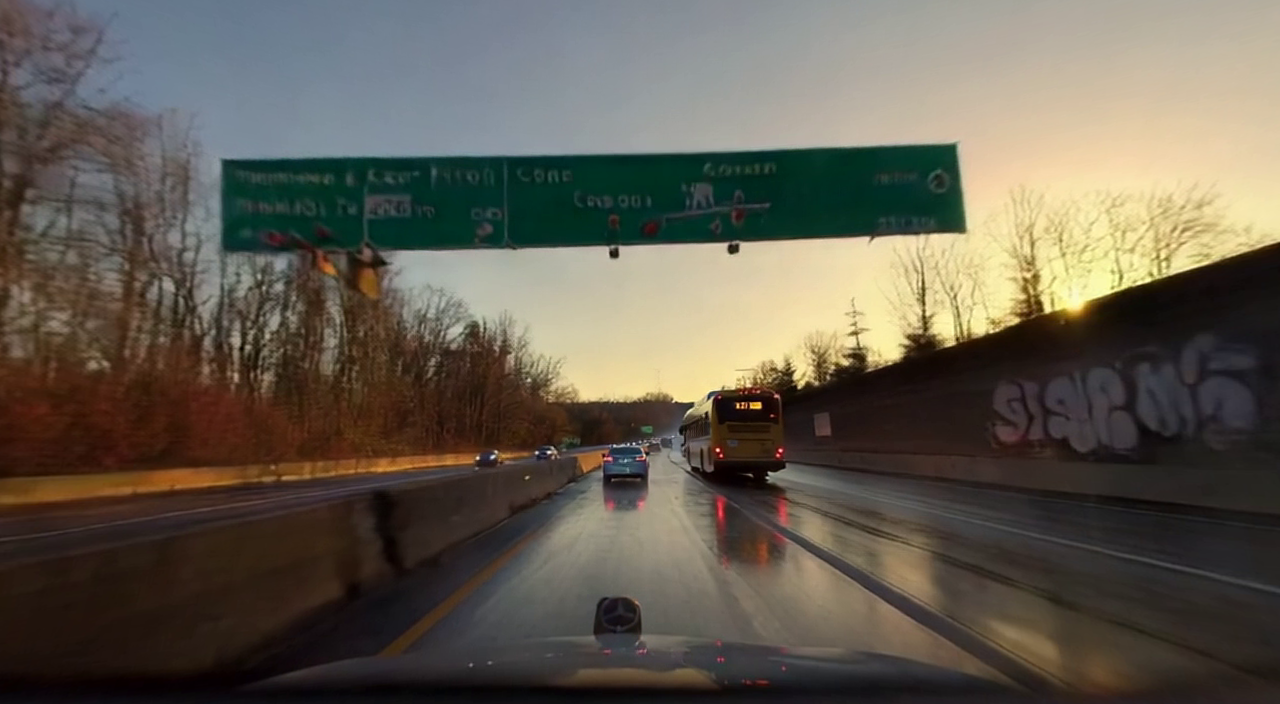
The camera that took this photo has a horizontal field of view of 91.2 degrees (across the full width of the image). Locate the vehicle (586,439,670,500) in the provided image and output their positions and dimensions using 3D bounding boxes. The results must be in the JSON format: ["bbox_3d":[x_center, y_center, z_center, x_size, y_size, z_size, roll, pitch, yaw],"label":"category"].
[{"bbox_3d":[-0.286,3.369,18.352,2.160,1.532,4.073,-1,-9,1],"label":"vehicle"}]

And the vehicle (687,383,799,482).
[{"bbox_3d":[4.116,3.828,28.531,3.055,3.479,12.521,-1,-9,1],"label":"vehicle"}]
